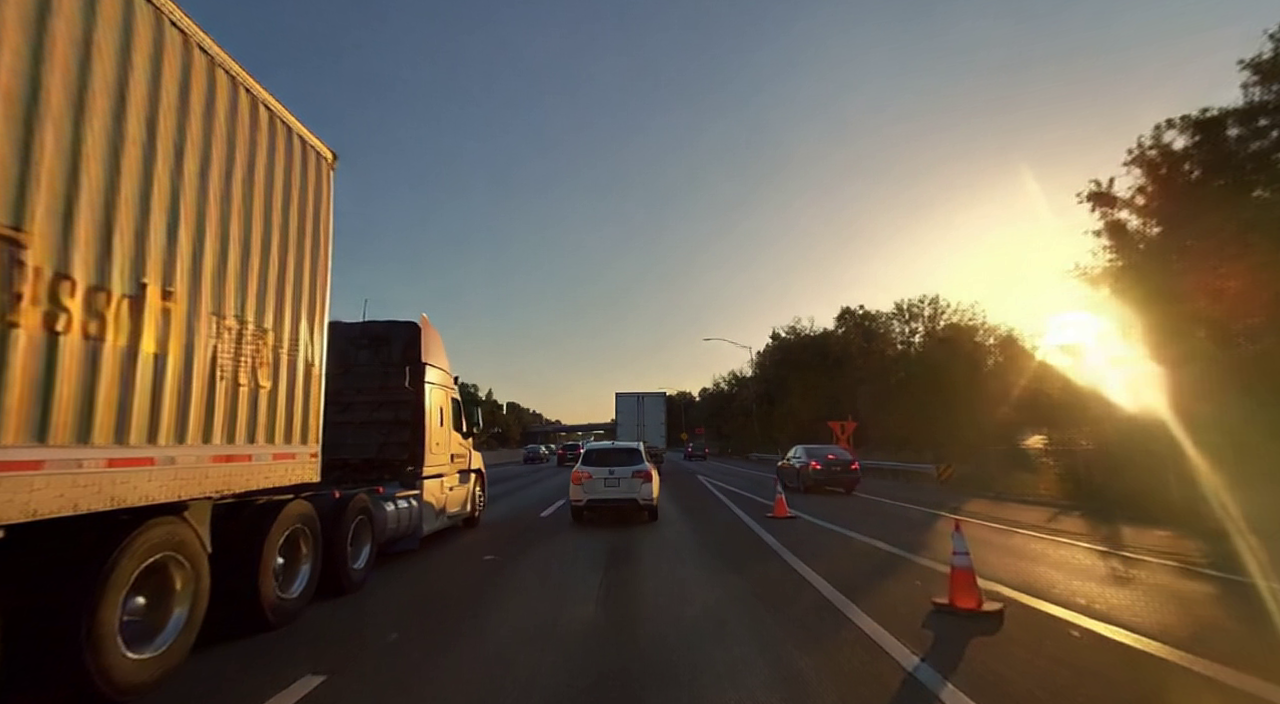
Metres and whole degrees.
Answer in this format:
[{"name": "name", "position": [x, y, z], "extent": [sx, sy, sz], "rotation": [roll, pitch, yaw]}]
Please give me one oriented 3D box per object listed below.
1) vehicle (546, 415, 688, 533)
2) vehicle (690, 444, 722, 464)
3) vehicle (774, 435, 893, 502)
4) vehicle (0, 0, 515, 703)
[{"name": "vehicle", "position": [-0.342, 2.156, 11.615], "extent": [2.152, 1.779, 3.924], "rotation": [0, -9, 0]}, {"name": "vehicle", "position": [5.156, 8.058, 49.790], "extent": [1.918, 1.479, 4.571], "rotation": [0, -9, -1]}, {"name": "vehicle", "position": [5.101, 3.109, 17.227], "extent": [1.937, 1.601, 3.798], "rotation": [0, -9, -2]}, {"name": "vehicle", "position": [-3.696, -0.169, 3.456], "extent": [2.857, 4.063, 16.026], "rotation": [0, -8, 0]}]
